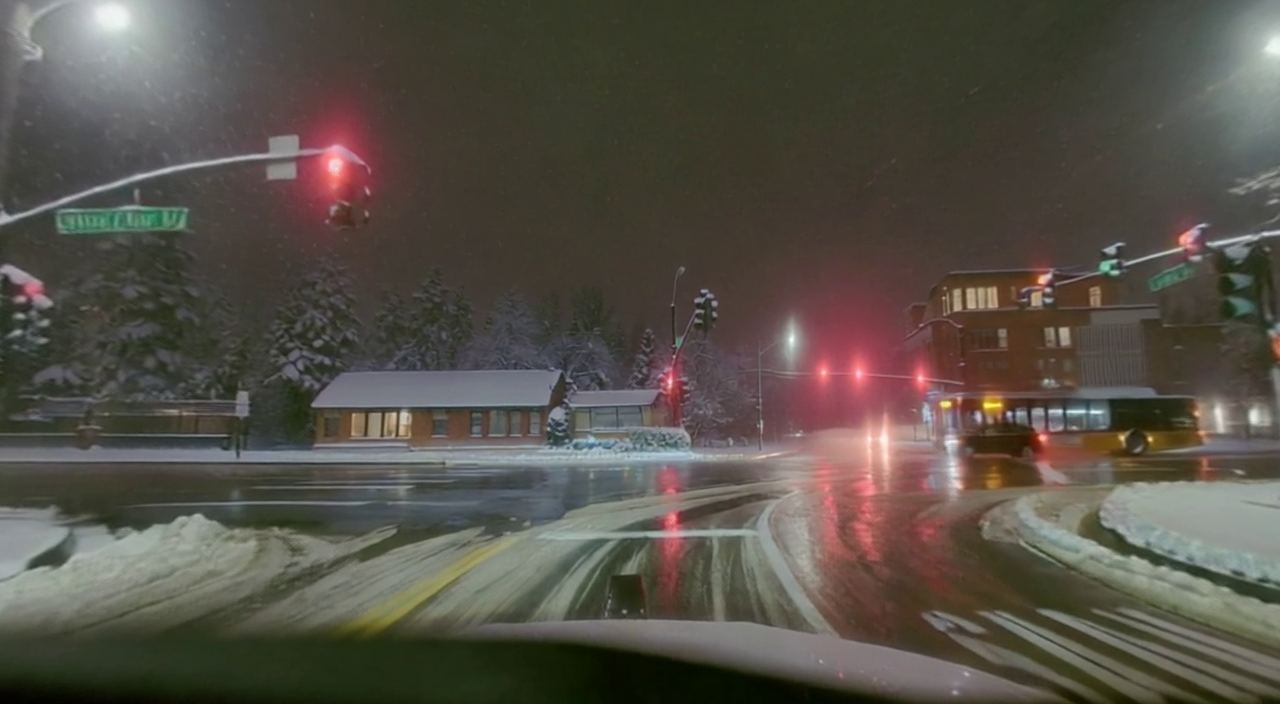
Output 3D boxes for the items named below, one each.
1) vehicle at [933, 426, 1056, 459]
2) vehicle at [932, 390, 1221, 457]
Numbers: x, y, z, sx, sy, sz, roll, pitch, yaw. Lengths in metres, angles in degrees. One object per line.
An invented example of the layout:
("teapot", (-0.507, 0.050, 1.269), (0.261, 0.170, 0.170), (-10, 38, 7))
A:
("vehicle", (16.206, 4.179, 28.876), (4.538, 1.461, 1.805), (0, -9, -1))
("vehicle", (22.549, 3.813, 32.962), (12.822, 3.296, 3.033), (0, -9, -1))
